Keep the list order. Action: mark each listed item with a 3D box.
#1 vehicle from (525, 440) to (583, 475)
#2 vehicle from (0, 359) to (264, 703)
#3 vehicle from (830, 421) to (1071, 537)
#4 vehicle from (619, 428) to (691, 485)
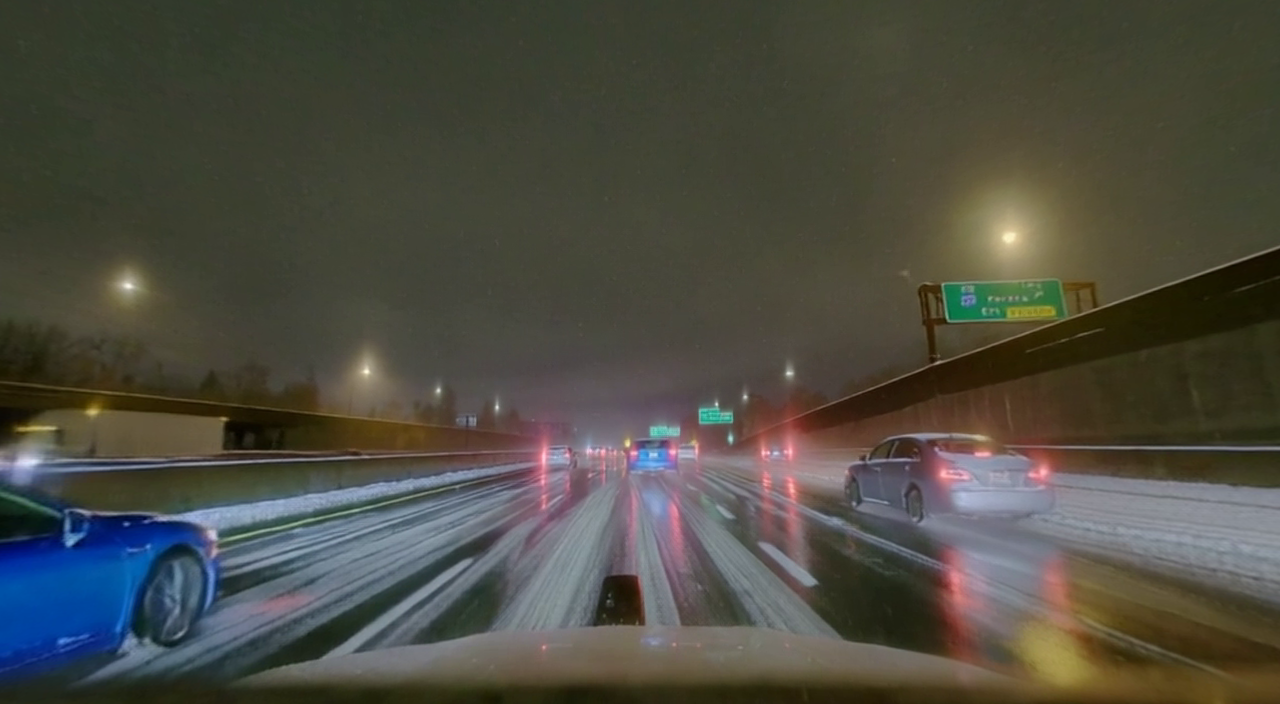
[{"bbox_3d":[-3.891,4.852,29.243,2.031,1.491,4.145,0,-8,1],"label":"vehicle"},{"bbox_3d":[-3.933,0.804,2.439,2.160,1.639,4.431,0,-8,0],"label":"vehicle"},{"bbox_3d":[5.168,2.165,11.369,2.055,1.656,4.370,0,-8,-1],"label":"vehicle"},{"bbox_3d":[0.440,3.540,21.543,2.202,1.748,4.158,0,-8,-1],"label":"vehicle"}]
